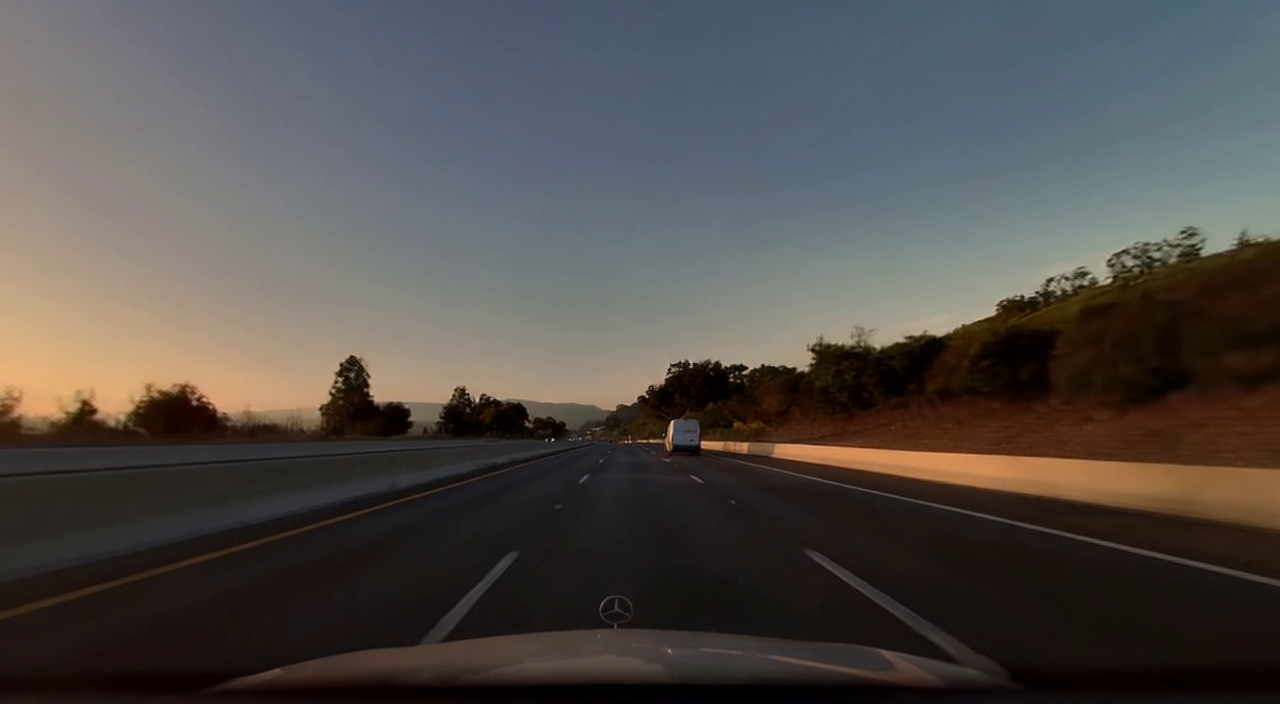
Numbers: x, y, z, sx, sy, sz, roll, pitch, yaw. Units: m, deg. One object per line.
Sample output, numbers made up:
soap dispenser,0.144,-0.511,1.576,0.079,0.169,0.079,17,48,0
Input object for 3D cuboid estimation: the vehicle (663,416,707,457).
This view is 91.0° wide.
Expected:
vehicle,3.140,6.154,45.703,2.431,2.667,6.921,0,-8,-2
